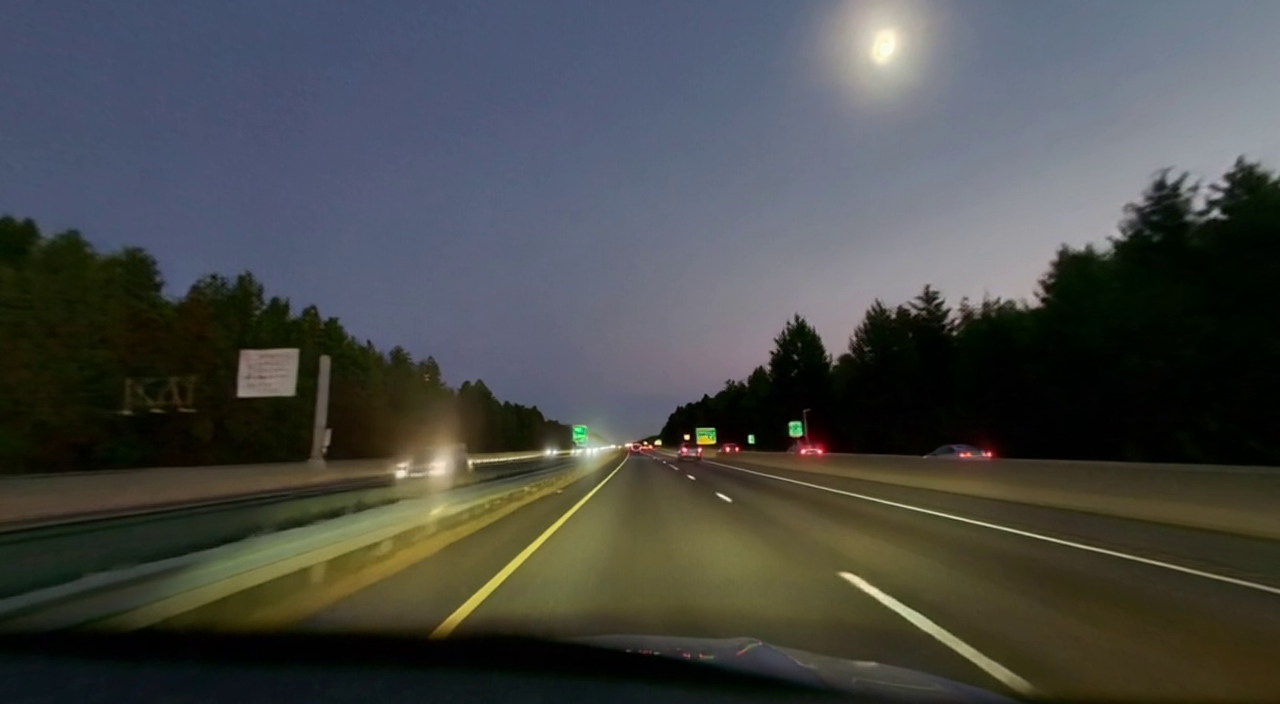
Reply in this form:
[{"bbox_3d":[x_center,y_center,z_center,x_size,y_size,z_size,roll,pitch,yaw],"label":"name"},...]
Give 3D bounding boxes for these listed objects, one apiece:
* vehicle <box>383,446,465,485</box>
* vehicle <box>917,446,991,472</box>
[{"bbox_3d":[-9.443,4.969,27.961,2.090,1.571,4.252,0,-9,0],"label":"vehicle"},{"bbox_3d":[17.586,5.990,35.497,1.926,1.386,3.719,1,-9,-6],"label":"vehicle"}]
